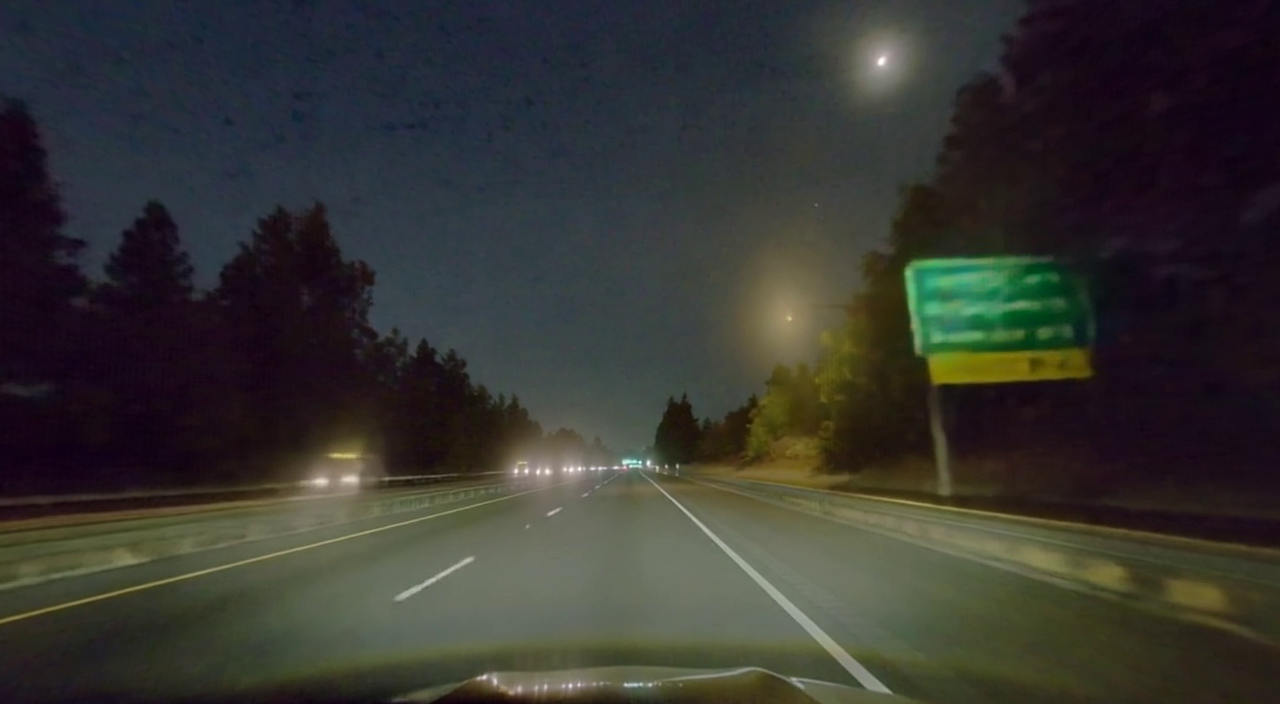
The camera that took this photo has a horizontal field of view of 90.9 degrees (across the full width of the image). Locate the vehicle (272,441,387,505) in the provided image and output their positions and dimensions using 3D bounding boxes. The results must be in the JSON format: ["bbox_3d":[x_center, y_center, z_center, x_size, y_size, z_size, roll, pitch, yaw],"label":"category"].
[{"bbox_3d":[-12.830,5.078,26.510,2.196,2.363,5.077,1,-11,0],"label":"vehicle"}]
